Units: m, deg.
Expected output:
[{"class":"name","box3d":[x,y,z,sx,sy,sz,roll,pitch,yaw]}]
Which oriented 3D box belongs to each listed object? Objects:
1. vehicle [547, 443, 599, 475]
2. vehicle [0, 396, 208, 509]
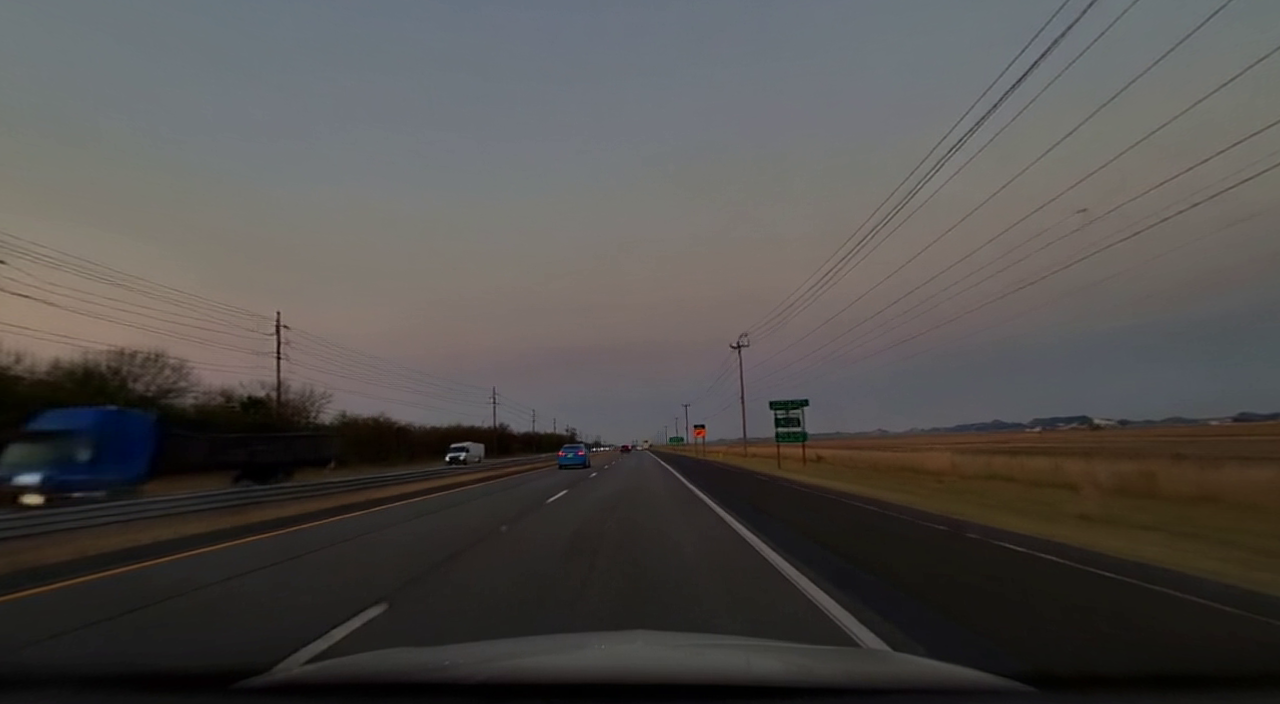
[{"class":"vehicle","box3d":[-3.412,5.554,32.888,2.106,1.543,4.465,0,-9,1]},{"class":"vehicle","box3d":[-24.735,4.542,28.738,3.332,4.300,9.078,0,-9,1]}]
